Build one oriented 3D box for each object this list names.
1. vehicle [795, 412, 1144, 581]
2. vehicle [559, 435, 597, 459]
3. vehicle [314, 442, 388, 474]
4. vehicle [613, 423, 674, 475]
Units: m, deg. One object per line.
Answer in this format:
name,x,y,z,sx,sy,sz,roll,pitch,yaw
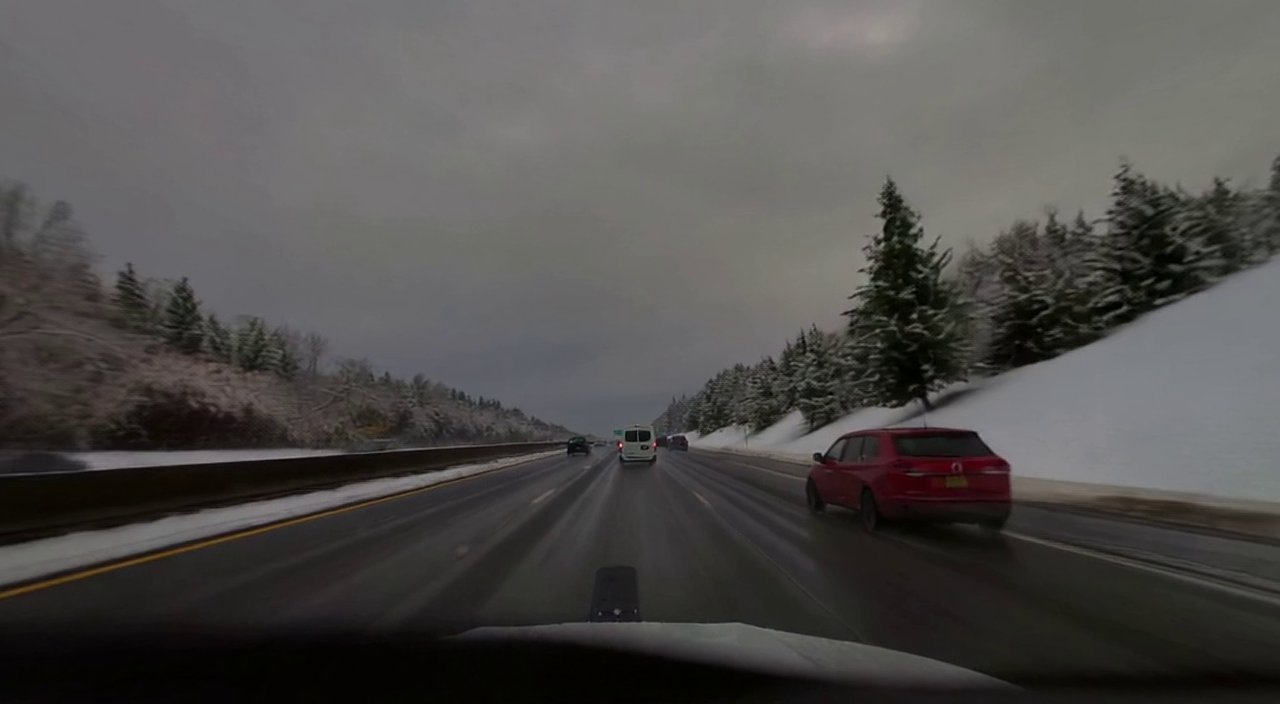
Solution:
vehicle,3.663,1.657,8.277,1.923,1.562,4.691,0,-8,-2
vehicle,-4.100,6.301,42.219,2.093,1.517,4.648,0,-8,0
vehicle,-16.404,5.990,36.030,2.024,1.638,4.554,0,-8,0
vehicle,0.089,3.730,24.498,2.159,1.811,4.238,0,-8,-1
